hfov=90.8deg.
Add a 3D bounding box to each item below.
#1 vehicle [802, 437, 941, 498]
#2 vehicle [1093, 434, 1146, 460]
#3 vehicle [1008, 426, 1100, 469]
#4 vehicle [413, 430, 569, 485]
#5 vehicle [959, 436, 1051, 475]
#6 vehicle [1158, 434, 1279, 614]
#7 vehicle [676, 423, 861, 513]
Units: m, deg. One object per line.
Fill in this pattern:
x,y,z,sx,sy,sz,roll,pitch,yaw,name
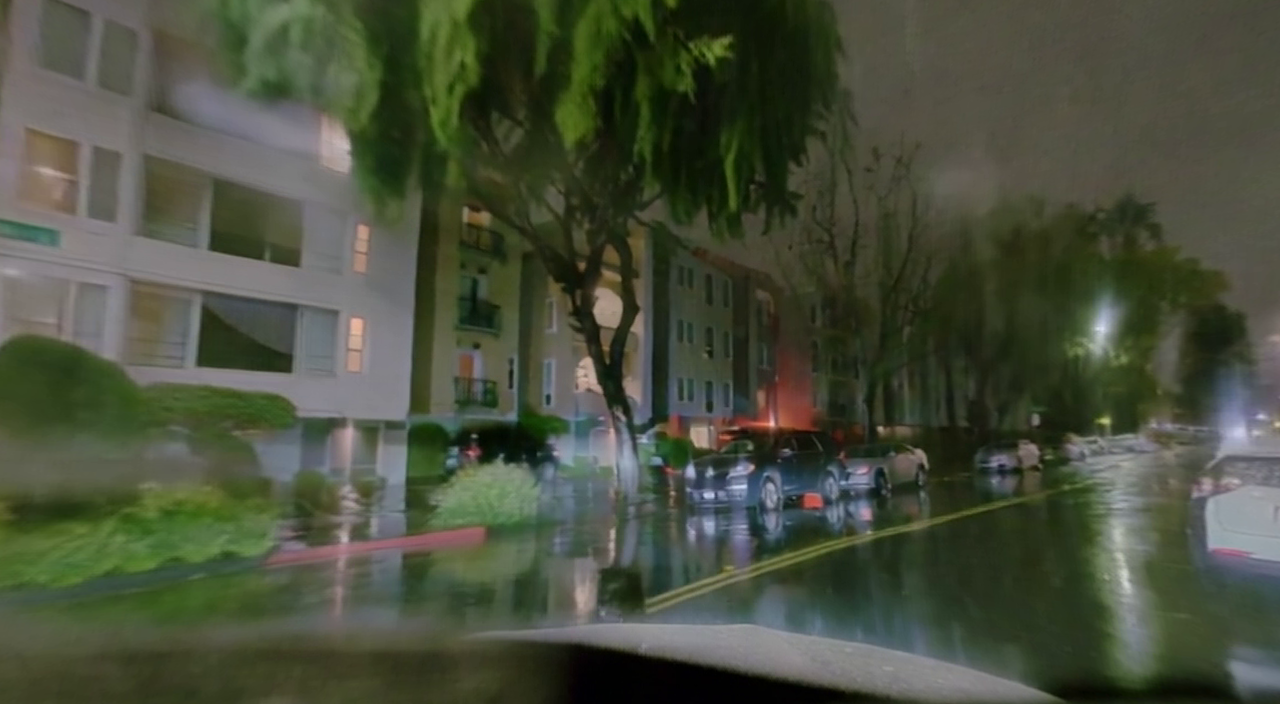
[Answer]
6.781,3.228,18.201,1.902,1.478,4.696,-9,-11,44,vehicle
30.532,6.021,40.181,1.939,1.513,4.401,-8,-12,44,vehicle
20.067,4.583,30.479,5.791,1.869,2.229,6,-12,-43,vehicle
-4.402,3.194,19.489,1.812,1.458,4.714,-5,-10,32,vehicle
15.233,4.277,26.287,4.313,1.463,1.921,7,-11,-41,vehicle
7.050,1.575,6.428,4.634,1.424,1.966,8,-11,-42,vehicle
3.128,2.629,14.825,4.584,1.744,1.946,8,-12,-44,vehicle
